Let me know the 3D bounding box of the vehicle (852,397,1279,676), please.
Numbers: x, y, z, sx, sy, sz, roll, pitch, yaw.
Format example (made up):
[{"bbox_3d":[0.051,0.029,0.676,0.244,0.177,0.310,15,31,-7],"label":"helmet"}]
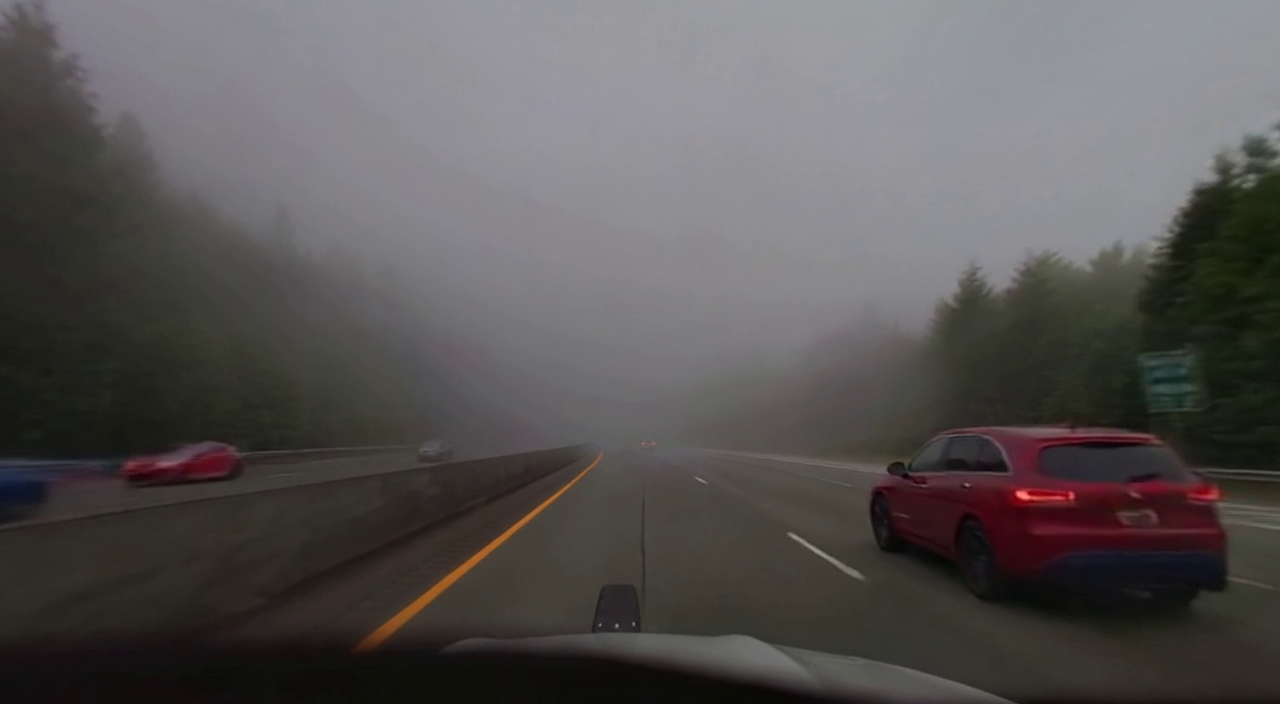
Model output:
[{"bbox_3d":[3.670,1.309,5.673,1.958,1.526,4.227,0,-8,-1],"label":"vehicle"}]

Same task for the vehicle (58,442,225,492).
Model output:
[{"bbox_3d":[-16.869,3.863,21.732,1.917,1.484,4.826,0,-8,-1],"label":"vehicle"}]

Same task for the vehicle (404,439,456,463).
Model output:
[{"bbox_3d":[-13.689,6.454,41.314,1.905,1.464,4.510,0,-8,-1],"label":"vehicle"}]
